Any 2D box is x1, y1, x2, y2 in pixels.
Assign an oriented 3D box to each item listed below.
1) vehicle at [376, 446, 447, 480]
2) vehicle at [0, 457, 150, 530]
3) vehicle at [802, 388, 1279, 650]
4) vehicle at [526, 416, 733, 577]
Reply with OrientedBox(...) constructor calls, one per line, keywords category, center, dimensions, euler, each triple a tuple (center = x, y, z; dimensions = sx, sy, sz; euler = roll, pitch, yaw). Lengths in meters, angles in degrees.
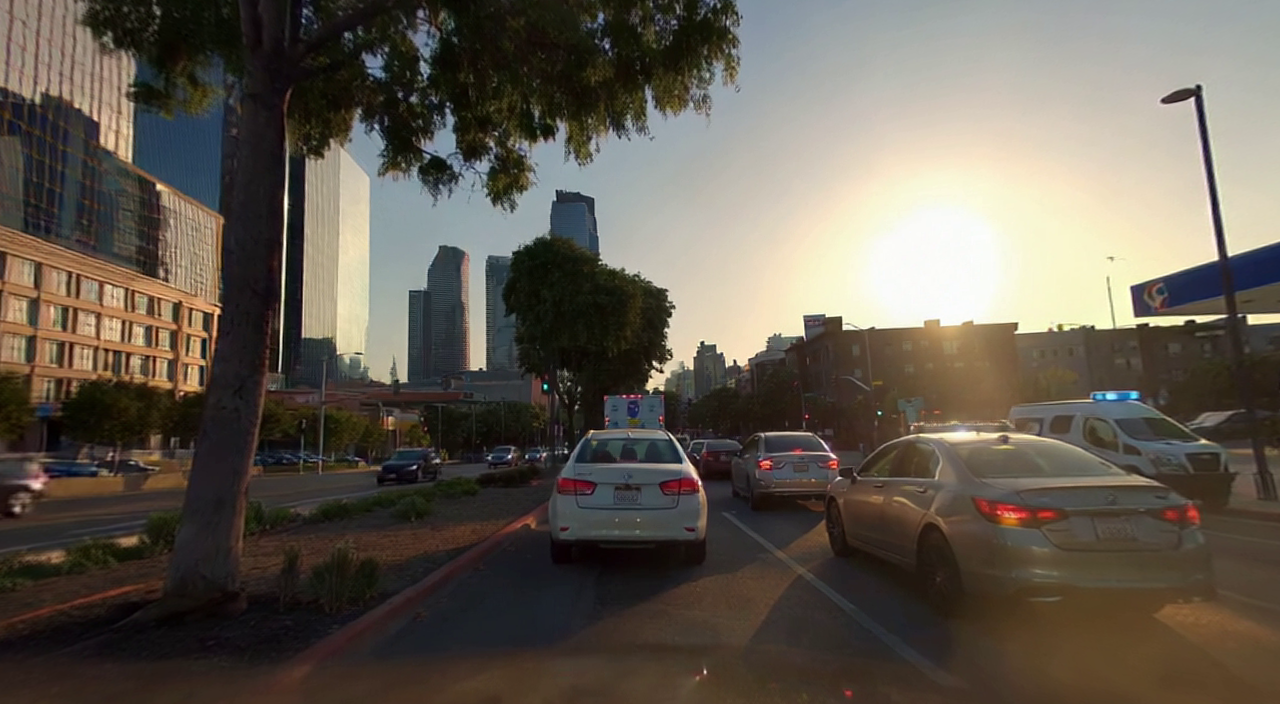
OrientedBox(category="vehicle", center=(-11.402, 5.547, 31.863), dimensions=(1.955, 1.546, 4.232), euler=(0, -9, 1))
OrientedBox(category="vehicle", center=(-14.681, 3.335, 15.299), dimensions=(2.011, 1.465, 4.528), euler=(0, -9, 0))
OrientedBox(category="vehicle", center=(3.365, 1.422, 6.439), dimensions=(2.056, 1.700, 4.399), euler=(0, -9, -3))
OrientedBox(category="vehicle", center=(-0.151, 1.761, 8.387), dimensions=(2.106, 1.613, 3.697), euler=(0, -9, -1))
